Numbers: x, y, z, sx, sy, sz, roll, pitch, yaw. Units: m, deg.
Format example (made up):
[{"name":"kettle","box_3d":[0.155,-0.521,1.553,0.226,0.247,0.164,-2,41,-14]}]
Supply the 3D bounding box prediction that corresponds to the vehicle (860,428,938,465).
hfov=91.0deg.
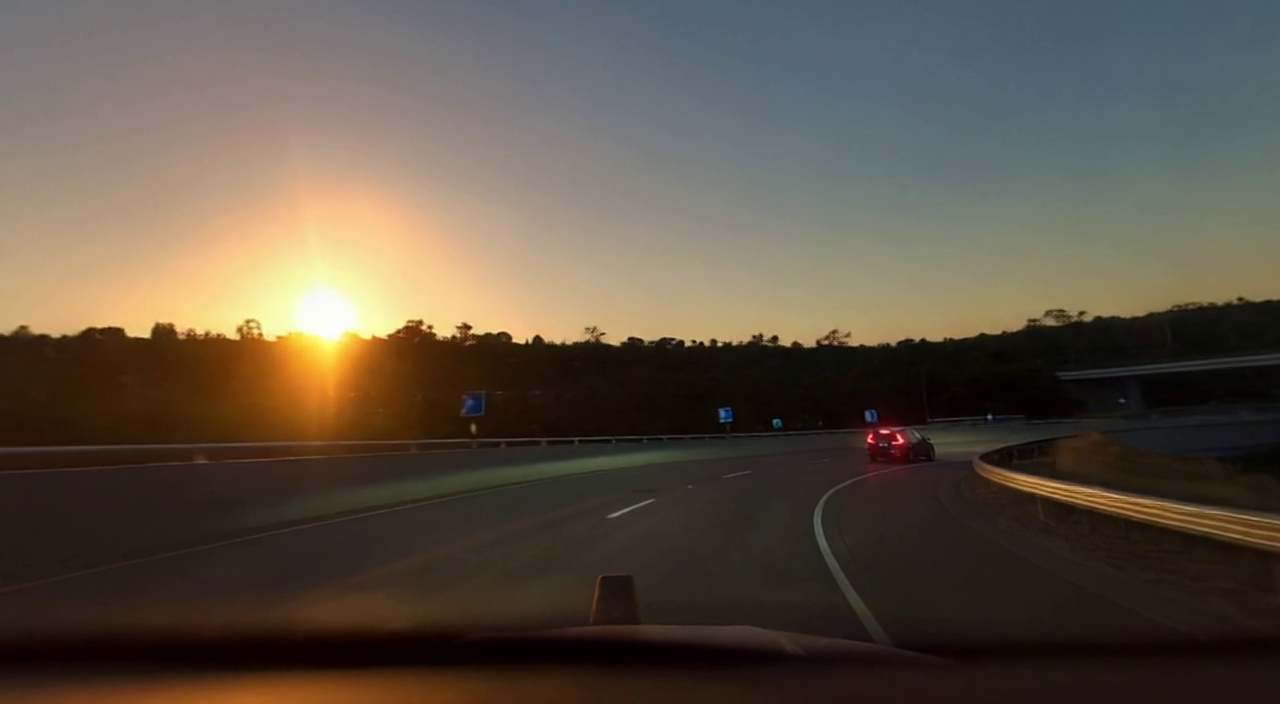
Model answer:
[{"name":"vehicle","box_3d":[11.610,4.174,28.053,2.028,1.440,3.970,-3,-8,42]}]
